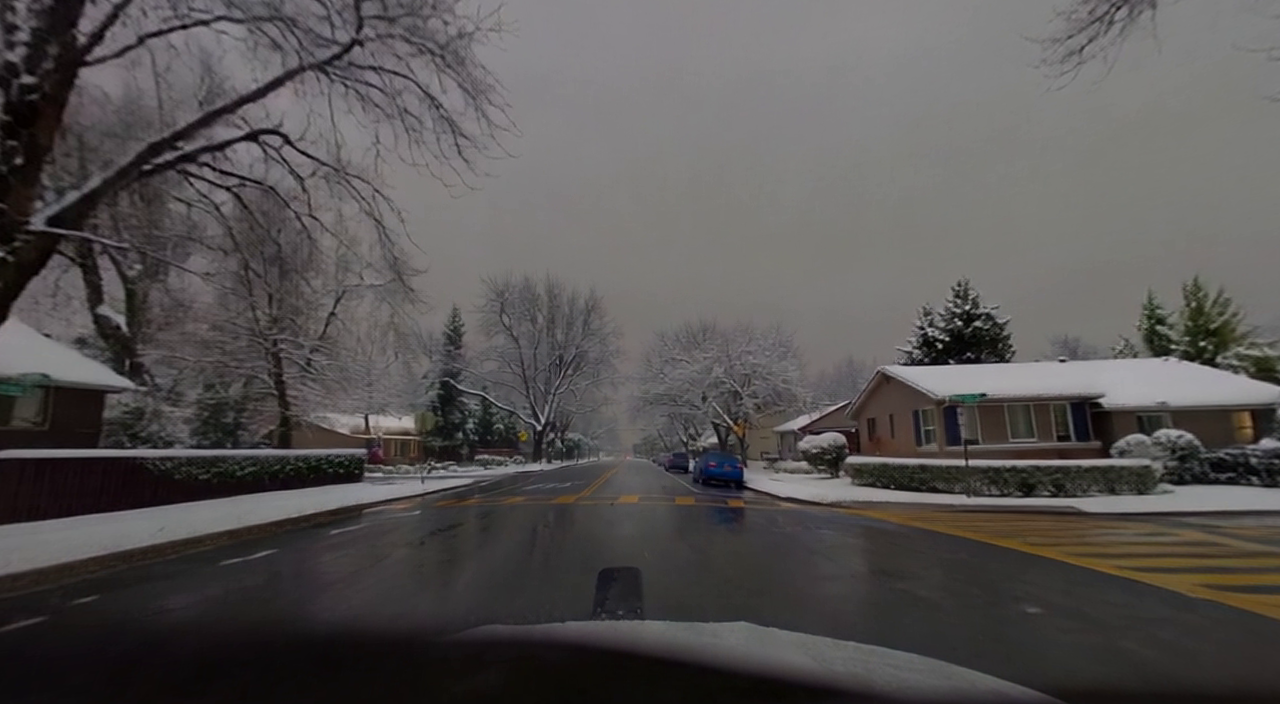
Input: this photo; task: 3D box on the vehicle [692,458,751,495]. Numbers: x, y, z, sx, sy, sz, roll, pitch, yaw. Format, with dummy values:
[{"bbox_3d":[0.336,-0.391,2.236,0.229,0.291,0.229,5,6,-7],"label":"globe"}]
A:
[{"bbox_3d":[3.627,5.652,28.993,1.961,1.472,4.434,0,-9,-2],"label":"vehicle"}]
